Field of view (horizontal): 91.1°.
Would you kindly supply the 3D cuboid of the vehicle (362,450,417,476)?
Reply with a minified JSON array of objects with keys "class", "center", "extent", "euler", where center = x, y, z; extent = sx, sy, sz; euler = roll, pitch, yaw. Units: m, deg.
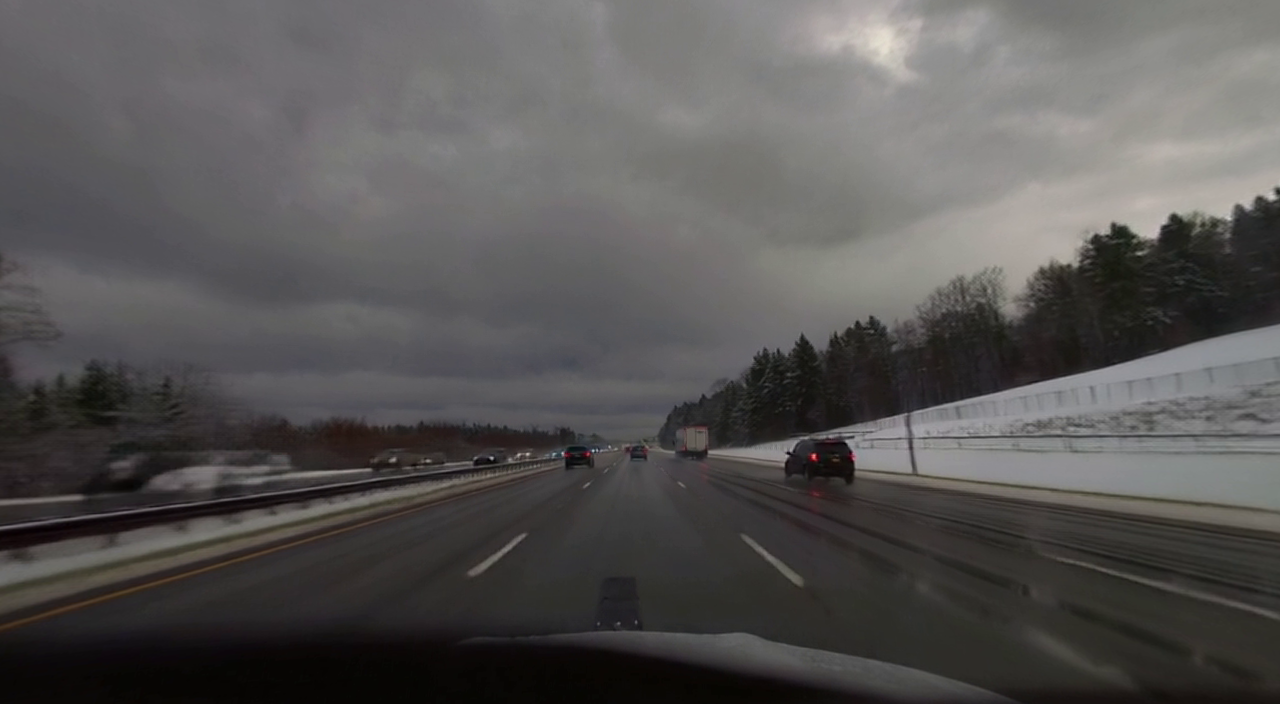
[{"class":"vehicle","center":[-16.741,7.400,42.241],"extent":[1.921,1.630,4.333],"euler":[0,-9,0]}]

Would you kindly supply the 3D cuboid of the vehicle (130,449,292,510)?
[{"class":"vehicle","center":[-11.457,3.383,17.137],"extent":[1.775,1.434,3.718],"euler":[0,-9,0]}]

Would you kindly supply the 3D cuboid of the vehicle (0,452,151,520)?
[{"class":"vehicle","center":[-15.206,3.337,16.152],"extent":[1.850,1.465,4.240],"euler":[0,-9,0]}]

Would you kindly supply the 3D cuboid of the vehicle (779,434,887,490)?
[{"class":"vehicle","center":[6.213,3.618,20.957],"extent":[2.069,1.625,4.832],"euler":[0,-9,0]}]

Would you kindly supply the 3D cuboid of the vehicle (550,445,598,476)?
[{"class":"vehicle","center":[-3.503,5.847,34.077],"extent":[2.160,1.530,4.500],"euler":[0,-9,0]}]
